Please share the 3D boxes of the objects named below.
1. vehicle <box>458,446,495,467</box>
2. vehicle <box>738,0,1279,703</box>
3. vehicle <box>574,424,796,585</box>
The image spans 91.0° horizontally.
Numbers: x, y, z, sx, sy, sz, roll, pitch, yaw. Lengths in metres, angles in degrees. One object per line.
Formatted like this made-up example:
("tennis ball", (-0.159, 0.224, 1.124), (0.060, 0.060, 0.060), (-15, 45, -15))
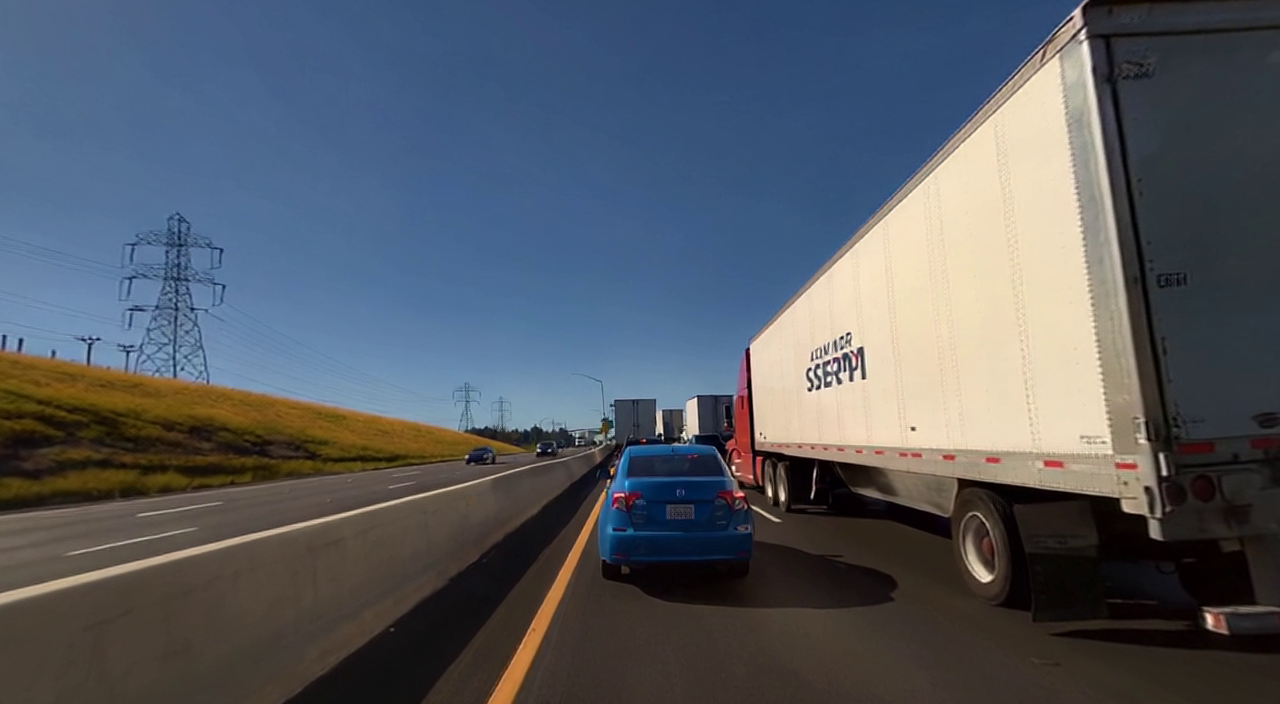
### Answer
("vehicle", (-12.474, 7.978, 48.285), (1.795, 1.441, 3.759), (-1, -8, 0))
("vehicle", (4.186, 0.414, 8.096), (3.138, 4.065, 14.276), (0, -8, -2))
("vehicle", (0.341, 1.660, 7.674), (2.045, 1.446, 3.597), (0, -8, -2))
